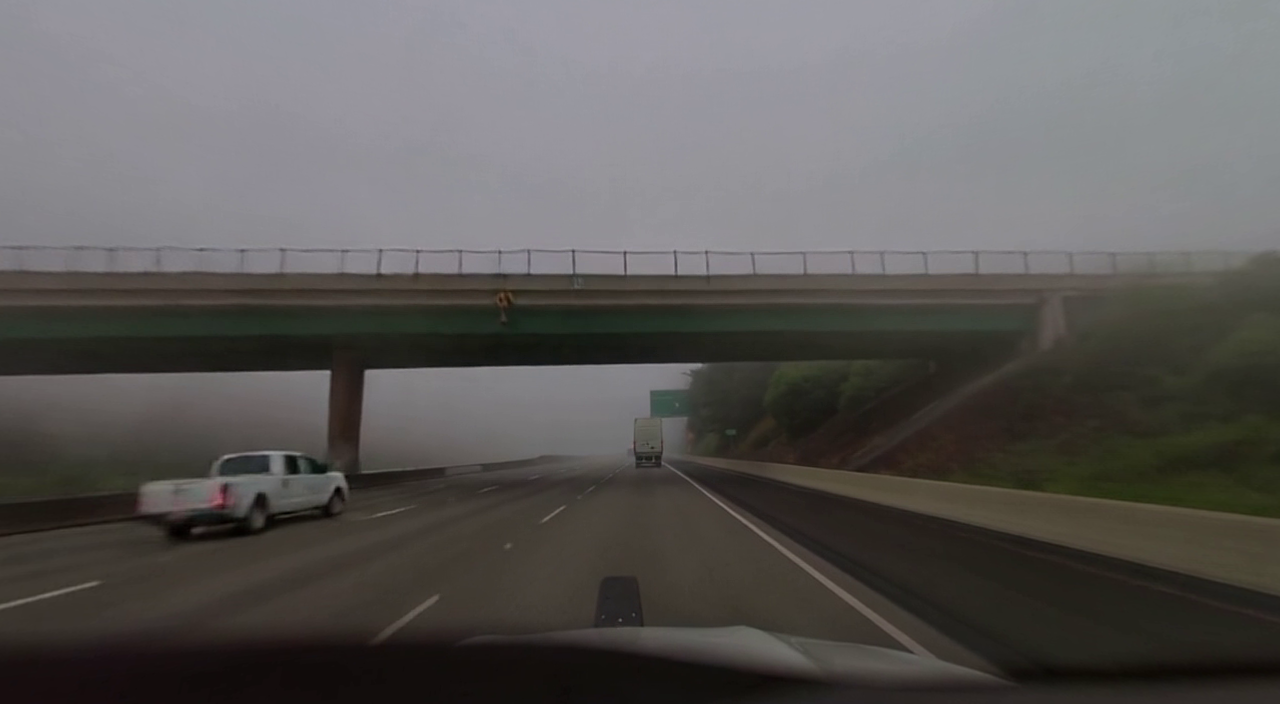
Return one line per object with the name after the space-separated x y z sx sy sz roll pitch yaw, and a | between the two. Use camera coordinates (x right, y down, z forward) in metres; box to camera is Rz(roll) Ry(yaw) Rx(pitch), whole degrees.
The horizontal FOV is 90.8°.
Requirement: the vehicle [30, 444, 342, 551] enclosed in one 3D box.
-7.447 2.389 11.176 1.953 1.452 4.711 0 -9 1 | vehicle
